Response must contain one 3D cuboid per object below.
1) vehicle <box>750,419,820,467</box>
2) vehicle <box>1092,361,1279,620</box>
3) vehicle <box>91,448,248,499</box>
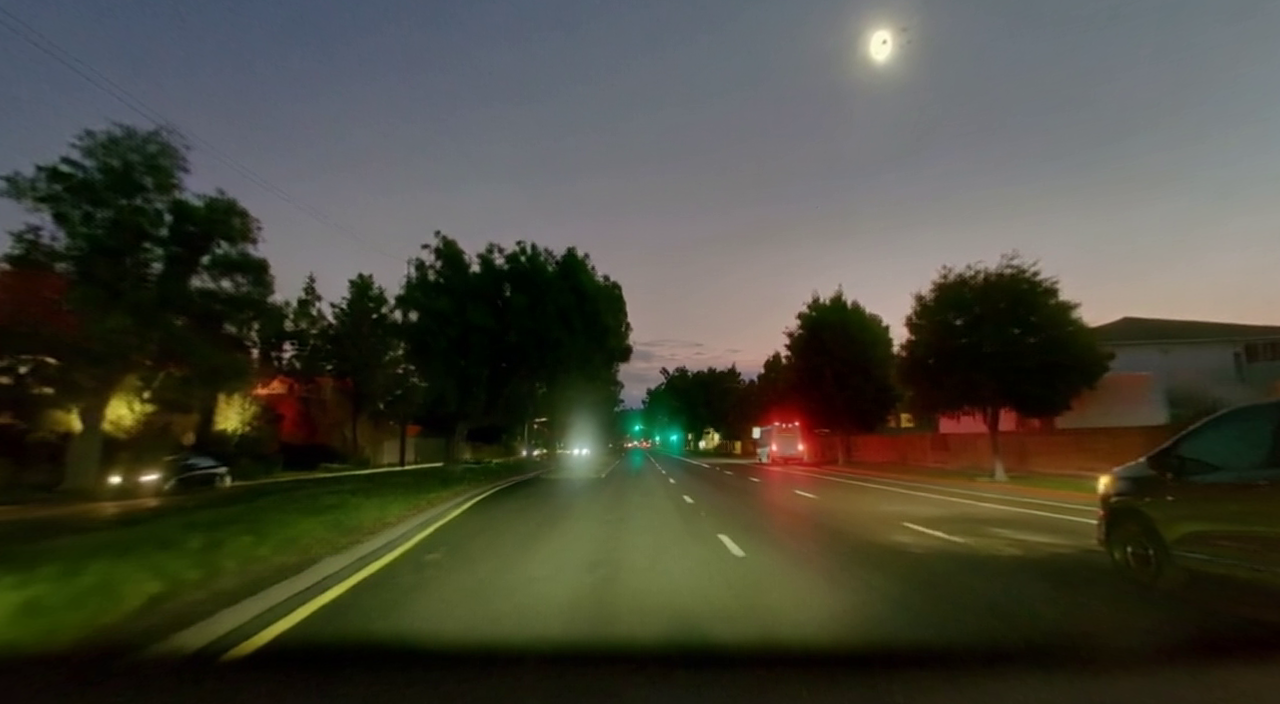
[{"bbox_3d":[10.170,6.523,45.436,2.842,2.993,8.104,-3,-8,-1],"label":"vehicle"},{"bbox_3d":[6.157,0.876,3.646,2.493,1.956,6.125,0,-9,-1],"label":"vehicle"},{"bbox_3d":[-19.486,5.000,26.633,2.146,1.848,5.680,-1,-9,1],"label":"vehicle"}]
